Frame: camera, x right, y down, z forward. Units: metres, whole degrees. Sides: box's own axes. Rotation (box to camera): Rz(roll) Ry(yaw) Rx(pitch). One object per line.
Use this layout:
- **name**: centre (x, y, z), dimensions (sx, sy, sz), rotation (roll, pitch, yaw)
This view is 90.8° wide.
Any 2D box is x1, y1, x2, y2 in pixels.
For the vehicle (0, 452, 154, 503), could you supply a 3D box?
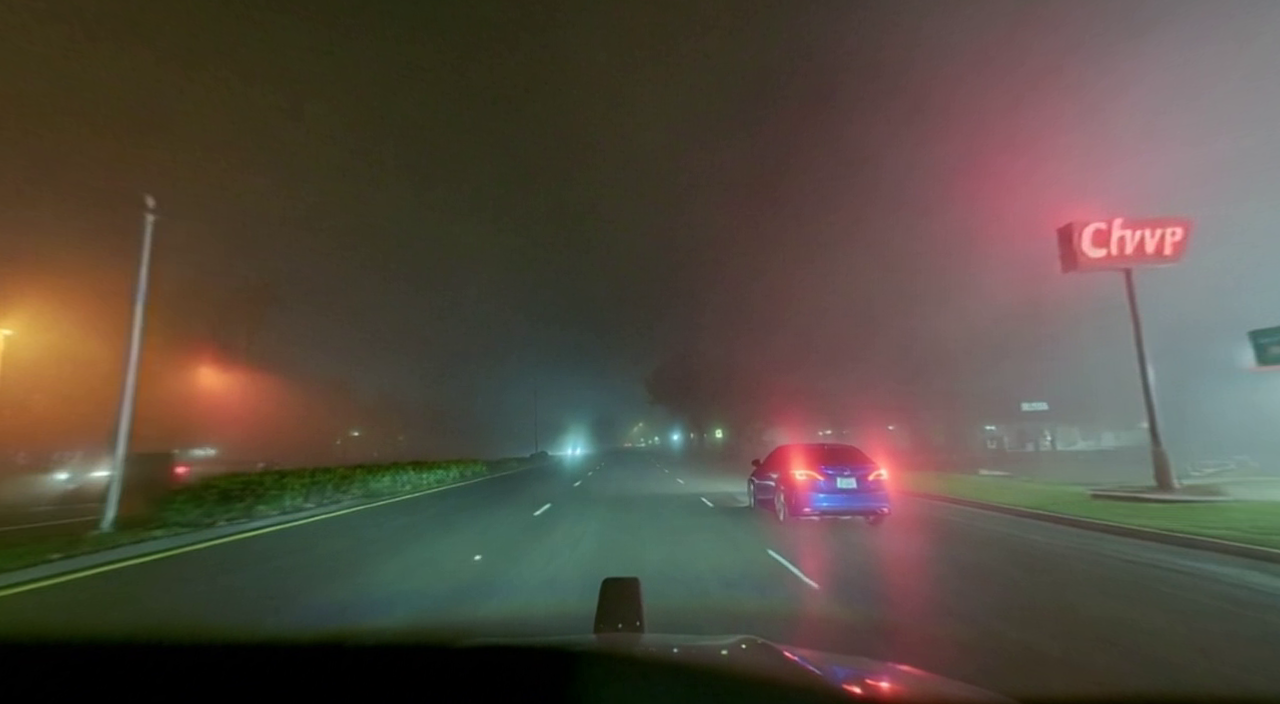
- **vehicle**: centre (-19.590, 4.244, 21.803), dimensions (1.892, 1.481, 4.694), rotation (0, -8, 0)

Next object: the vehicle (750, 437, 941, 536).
- **vehicle**: centre (3.406, 2.297, 11.508), dimensions (1.978, 1.442, 4.262), rotation (0, -8, -1)
